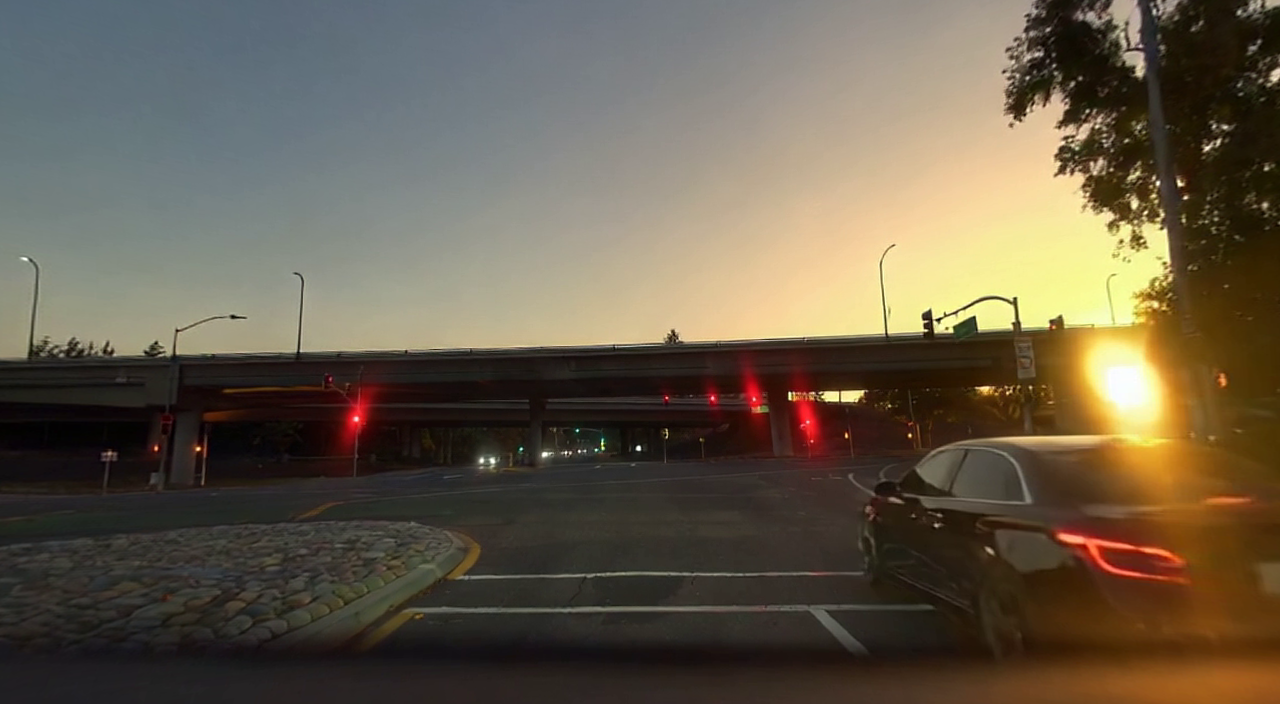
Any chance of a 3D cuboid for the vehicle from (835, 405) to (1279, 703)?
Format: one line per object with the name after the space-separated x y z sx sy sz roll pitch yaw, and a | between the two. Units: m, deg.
2.857 1.159 3.794 1.909 1.425 4.521 0 -8 0 | vehicle
